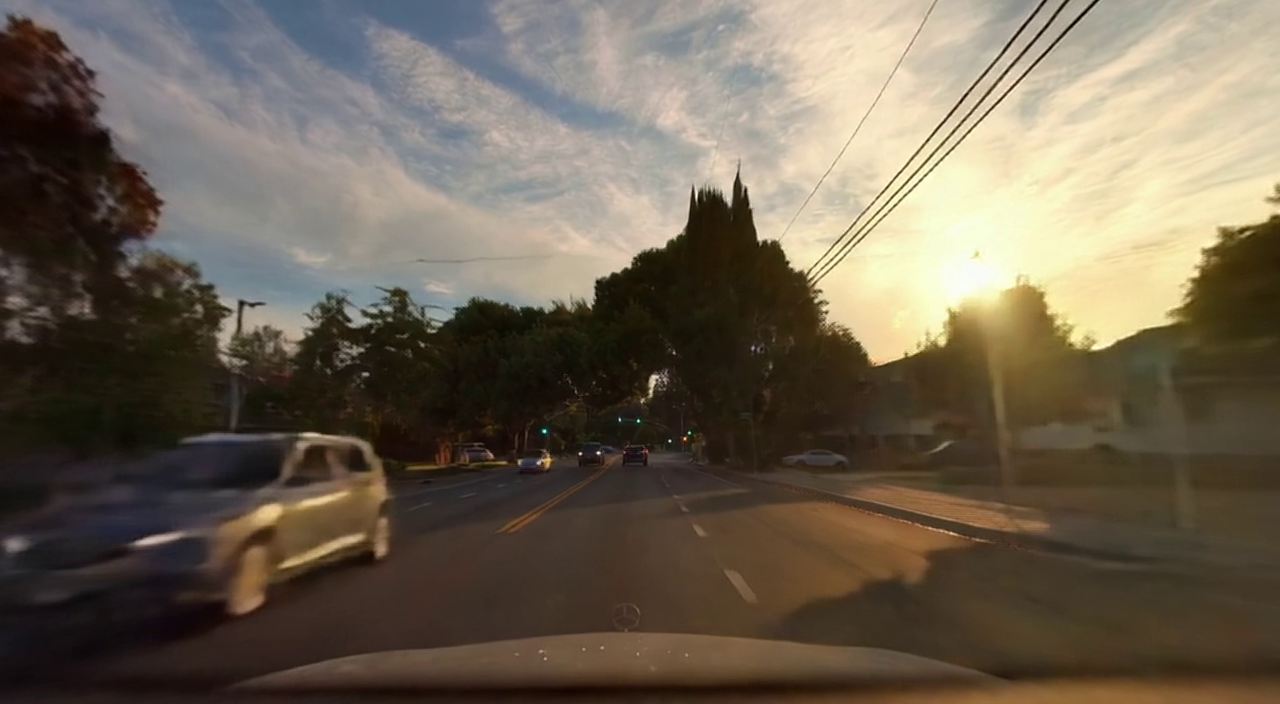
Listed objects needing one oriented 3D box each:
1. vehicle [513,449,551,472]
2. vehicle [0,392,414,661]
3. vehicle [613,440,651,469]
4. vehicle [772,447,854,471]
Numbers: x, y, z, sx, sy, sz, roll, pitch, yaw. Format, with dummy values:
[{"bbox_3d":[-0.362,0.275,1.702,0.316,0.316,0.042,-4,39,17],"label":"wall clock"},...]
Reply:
[{"bbox_3d":[-7.502,7.538,44.046,1.961,1.510,3.827,0,-9,0],"label":"vehicle"},{"bbox_3d":[-4.012,1.457,6.275,1.955,1.723,4.287,0,-9,-1],"label":"vehicle"},{"bbox_3d":[-0.474,7.398,45.591,2.554,1.902,5.329,0,-9,1],"label":"vehicle"},{"bbox_3d":[11.100,6.887,40.818,4.697,1.462,1.881,0,-8,-2],"label":"vehicle"}]
